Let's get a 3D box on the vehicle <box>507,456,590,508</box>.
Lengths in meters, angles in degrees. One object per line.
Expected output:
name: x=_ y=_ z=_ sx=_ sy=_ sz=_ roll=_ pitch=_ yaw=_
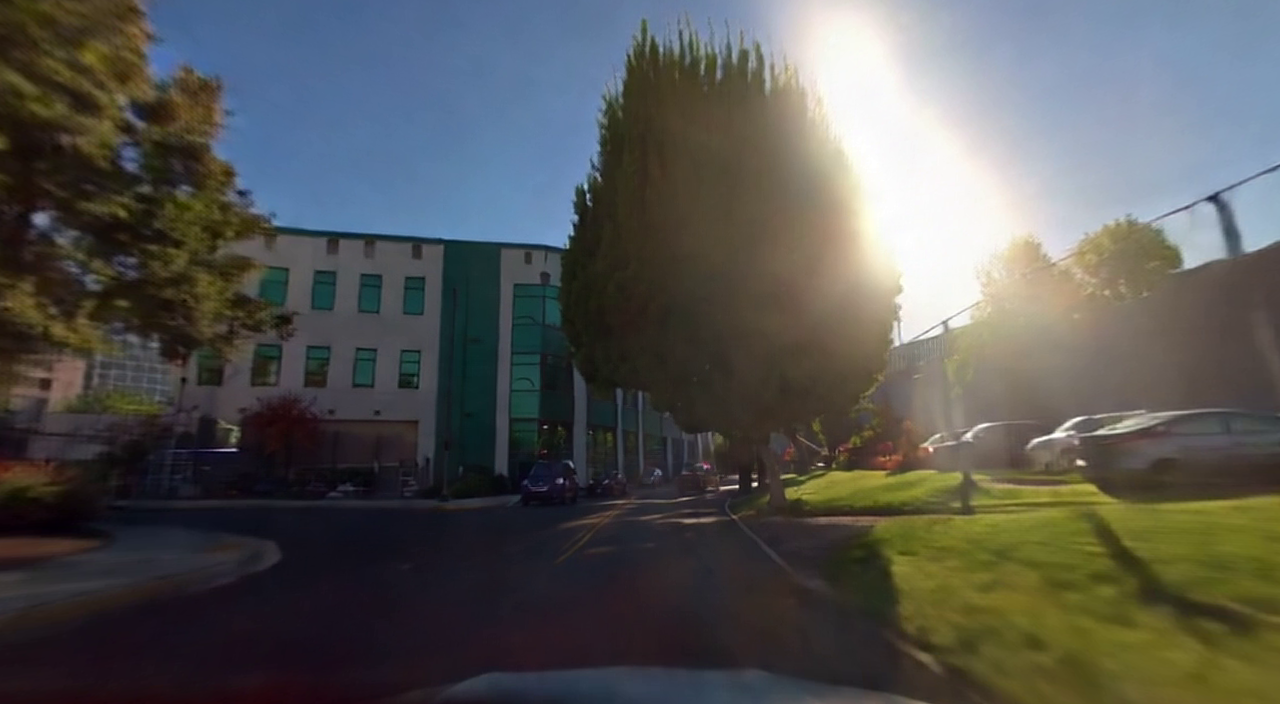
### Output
vehicle: x=-3.385 y=4.935 z=24.322 sx=2.022 sy=1.776 sz=4.625 roll=-2 pitch=-10 yaw=7
